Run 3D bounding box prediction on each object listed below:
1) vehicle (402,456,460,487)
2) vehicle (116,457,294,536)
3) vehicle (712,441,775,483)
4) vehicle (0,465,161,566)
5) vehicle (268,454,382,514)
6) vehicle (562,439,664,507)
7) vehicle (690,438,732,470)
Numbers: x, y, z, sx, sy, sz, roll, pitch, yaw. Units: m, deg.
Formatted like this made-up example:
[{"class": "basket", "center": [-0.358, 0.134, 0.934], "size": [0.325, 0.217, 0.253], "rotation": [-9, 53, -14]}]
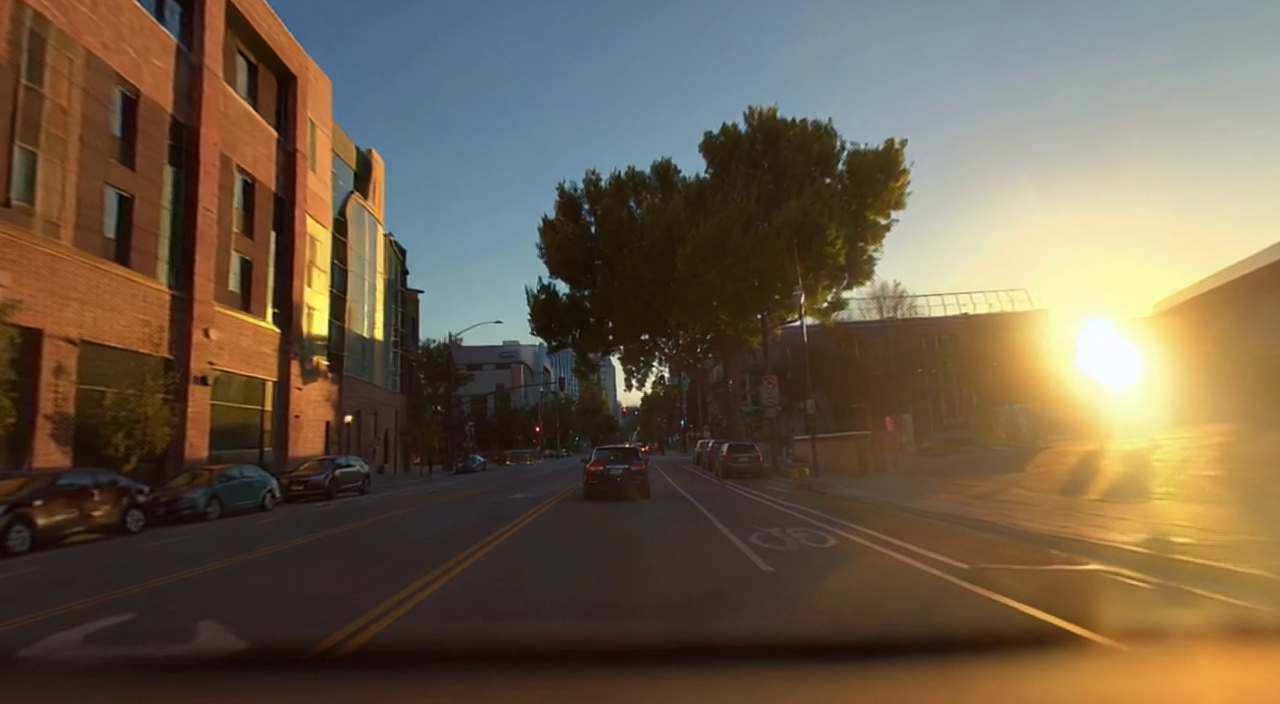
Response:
[{"class": "vehicle", "center": [-12.267, 7.018, 37.357], "size": [1.968, 1.469, 4.523], "rotation": [-3, -8, -1]}, {"class": "vehicle", "center": [-12.156, 3.993, 18.125], "size": [1.945, 1.712, 4.648], "rotation": [-5, -8, -2]}, {"class": "vehicle", "center": [4.420, 4.743, 27.561], "size": [1.924, 1.645, 4.528], "rotation": [-1, -9, 0]}, {"class": "vehicle", "center": [-12.041, 3.182, 12.493], "size": [1.976, 1.577, 4.091], "rotation": [-4, -8, -1]}, {"class": "vehicle", "center": [-12.000, 4.996, 24.445], "size": [2.090, 1.784, 4.832], "rotation": [-4, -8, -2]}, {"class": "vehicle", "center": [-0.613, 2.999, 16.079], "size": [2.269, 1.479, 3.980], "rotation": [0, -9, -1]}, {"class": "vehicle", "center": [4.443, 6.511, 40.365], "size": [1.972, 1.822, 4.889], "rotation": [-3, -9, -1]}]
